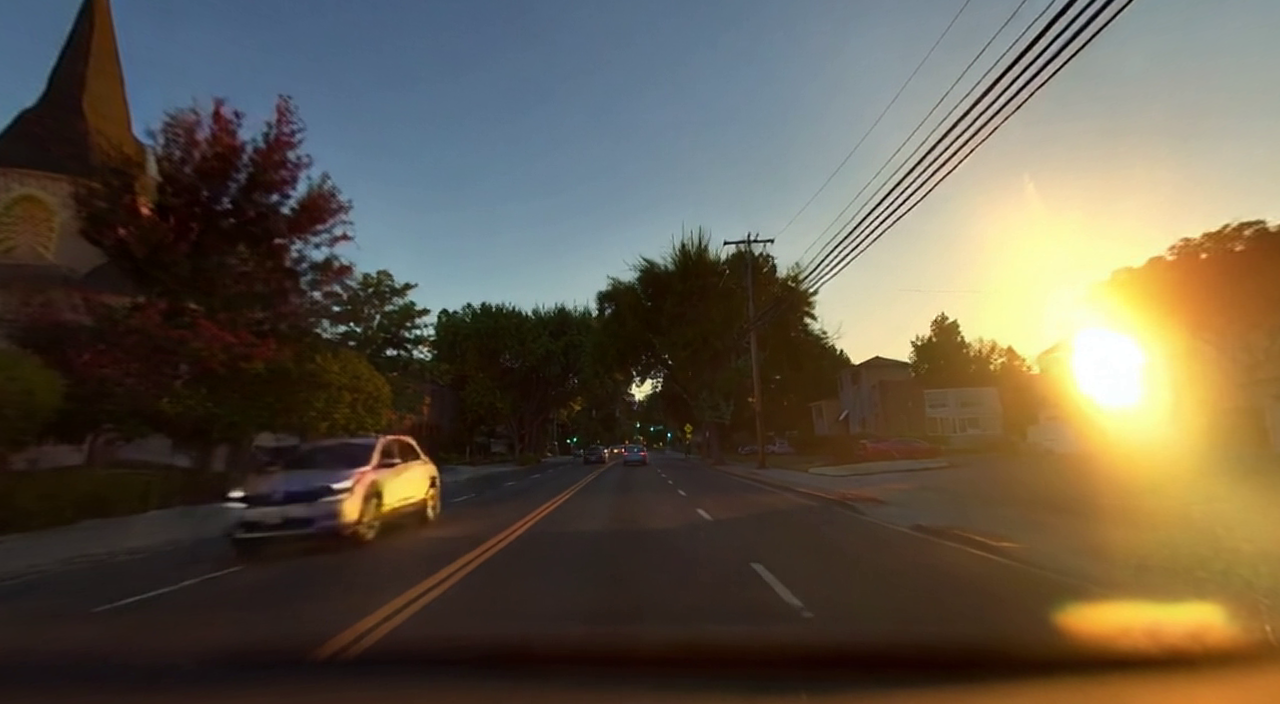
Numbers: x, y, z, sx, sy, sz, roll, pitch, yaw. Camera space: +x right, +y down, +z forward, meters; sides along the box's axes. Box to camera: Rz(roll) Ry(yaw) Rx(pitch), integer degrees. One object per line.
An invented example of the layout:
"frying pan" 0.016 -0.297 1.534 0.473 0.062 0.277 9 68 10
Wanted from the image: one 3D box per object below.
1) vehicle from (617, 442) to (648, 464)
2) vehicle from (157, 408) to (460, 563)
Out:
"vehicle" -0.553 7.223 44.991 2.093 1.497 4.010 0 -9 -1
"vehicle" -4.822 2.025 10.333 2.212 1.906 4.958 0 -9 0
